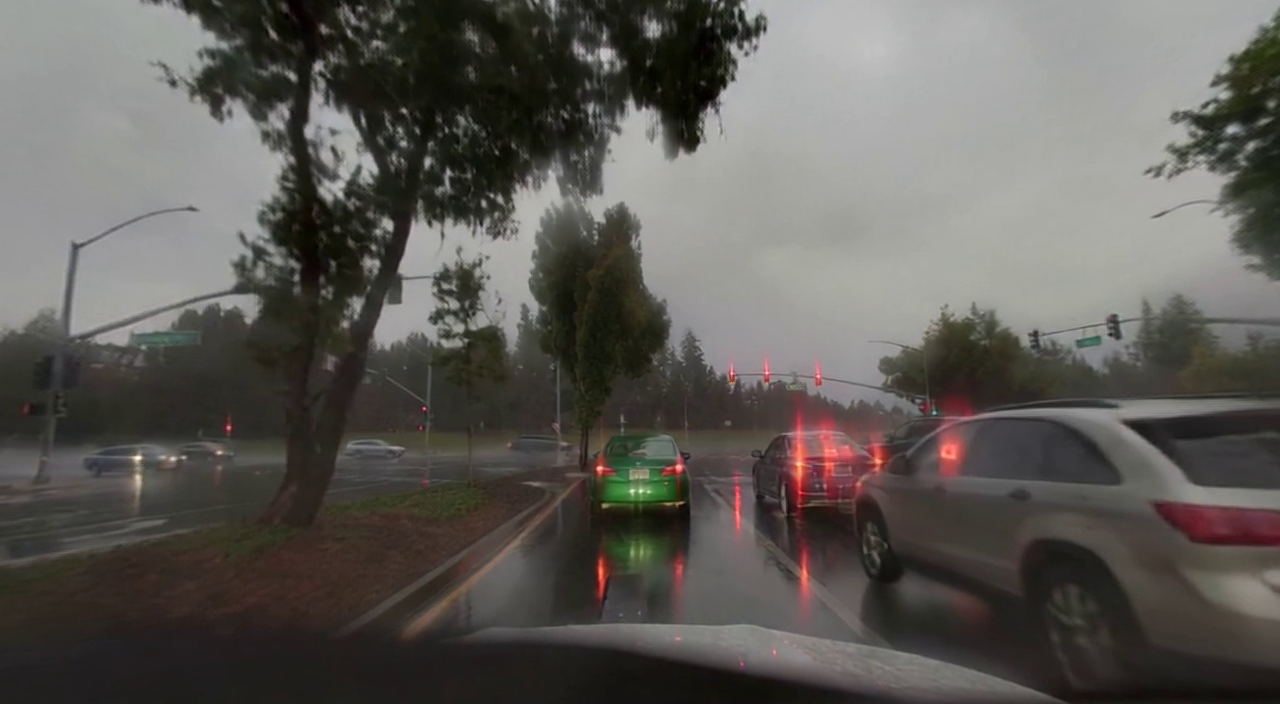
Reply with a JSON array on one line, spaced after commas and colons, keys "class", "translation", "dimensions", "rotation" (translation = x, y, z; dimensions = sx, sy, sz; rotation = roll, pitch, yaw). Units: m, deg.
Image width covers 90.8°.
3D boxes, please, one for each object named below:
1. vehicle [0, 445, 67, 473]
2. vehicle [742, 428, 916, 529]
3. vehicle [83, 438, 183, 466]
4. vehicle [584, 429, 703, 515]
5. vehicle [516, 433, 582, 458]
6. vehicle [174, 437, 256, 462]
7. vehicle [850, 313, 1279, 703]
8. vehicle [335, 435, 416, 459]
[{"class": "vehicle", "translation": [-35.016, 5.937, 35.181], "dimensions": [4.630, 1.441, 1.923], "rotation": [-1, -9, 8]}, {"class": "vehicle", "translation": [3.146, 2.197, 11.569], "dimensions": [1.861, 1.479, 4.371], "rotation": [0, -8, 1]}, {"class": "vehicle", "translation": [-30.271, 5.970, 37.793], "dimensions": [4.517, 1.637, 1.935], "rotation": [-1, -9, 8]}, {"class": "vehicle", "translation": [0.086, 2.366, 12.925], "dimensions": [2.026, 1.458, 4.175], "rotation": [0, -8, 1]}, {"class": "vehicle", "translation": [-5.835, 6.008, 40.523], "dimensions": [4.076, 1.498, 2.175], "rotation": [1, -9, -10]}, {"class": "vehicle", "translation": [-29.807, 6.837, 44.367], "dimensions": [4.526, 1.649, 1.920], "rotation": [-1, -9, 6]}, {"class": "vehicle", "translation": [3.418, 1.094, 4.568], "dimensions": [2.111, 1.780, 4.990], "rotation": [0, -8, 1]}, {"class": "vehicle", "translation": [-17.948, 6.464, 43.058], "dimensions": [4.670, 1.542, 1.861], "rotation": [0, -8, 1]}]
